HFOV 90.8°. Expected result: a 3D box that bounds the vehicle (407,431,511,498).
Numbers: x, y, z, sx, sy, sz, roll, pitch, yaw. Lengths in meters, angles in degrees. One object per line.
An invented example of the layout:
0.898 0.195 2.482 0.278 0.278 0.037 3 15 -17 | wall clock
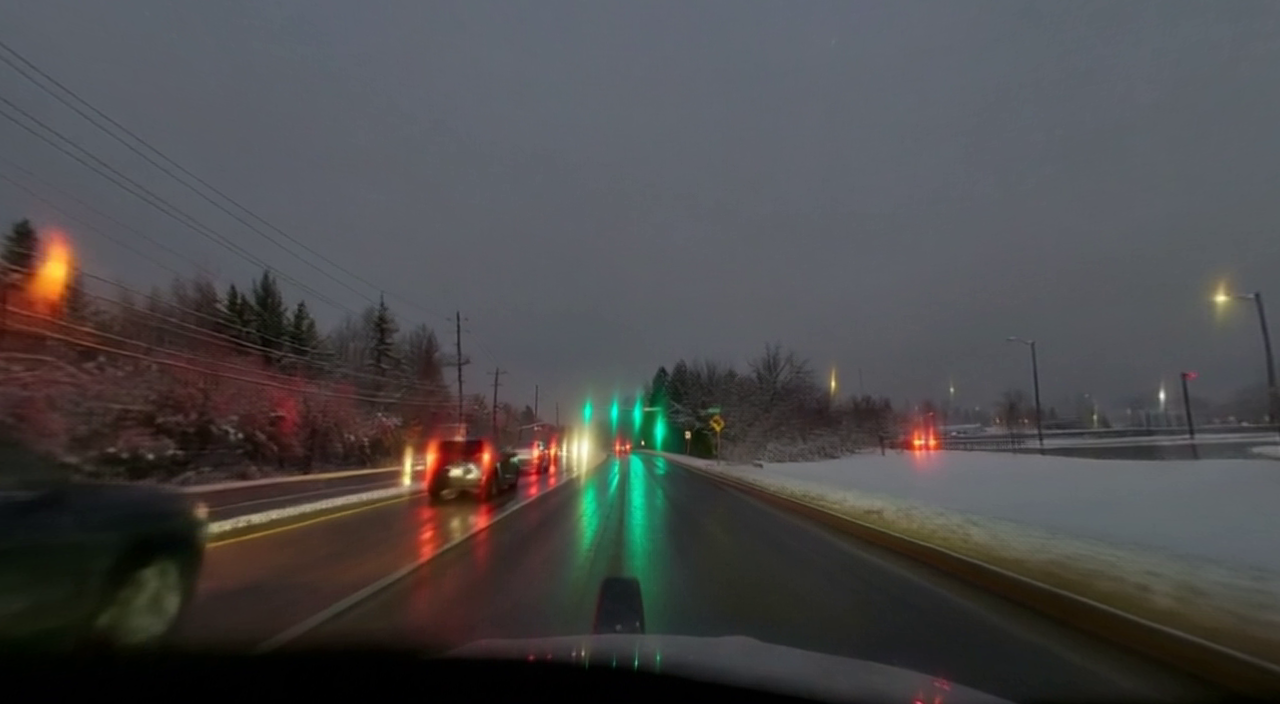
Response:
-5.083 3.221 18.399 2.041 1.698 4.094 0 -9 -4 | vehicle

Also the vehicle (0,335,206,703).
-3.910 0.692 1.805 2.189 1.807 4.467 0 -9 -1 | vehicle

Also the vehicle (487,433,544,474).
-6.097 5.033 31.530 2.337 1.862 4.924 1 -9 -6 | vehicle
